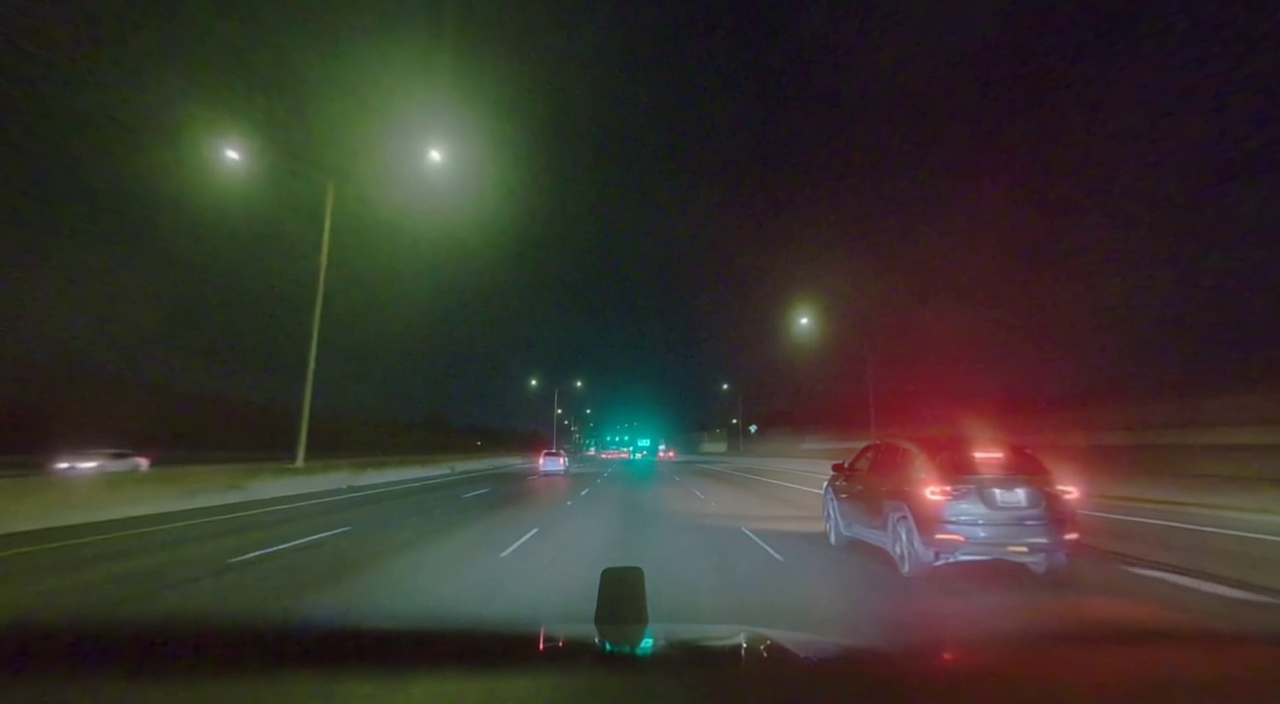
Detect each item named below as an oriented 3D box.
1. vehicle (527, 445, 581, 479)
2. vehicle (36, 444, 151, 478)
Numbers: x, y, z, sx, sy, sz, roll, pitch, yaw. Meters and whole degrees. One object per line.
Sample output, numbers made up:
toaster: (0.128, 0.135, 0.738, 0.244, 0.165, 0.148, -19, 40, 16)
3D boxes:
vehicle: (-4.080, 5.277, 30.537, 2.014, 1.481, 4.156, -1, -8, 1)
vehicle: (-29.555, 5.894, 34.355, 2.013, 1.695, 4.746, -1, -8, 0)
